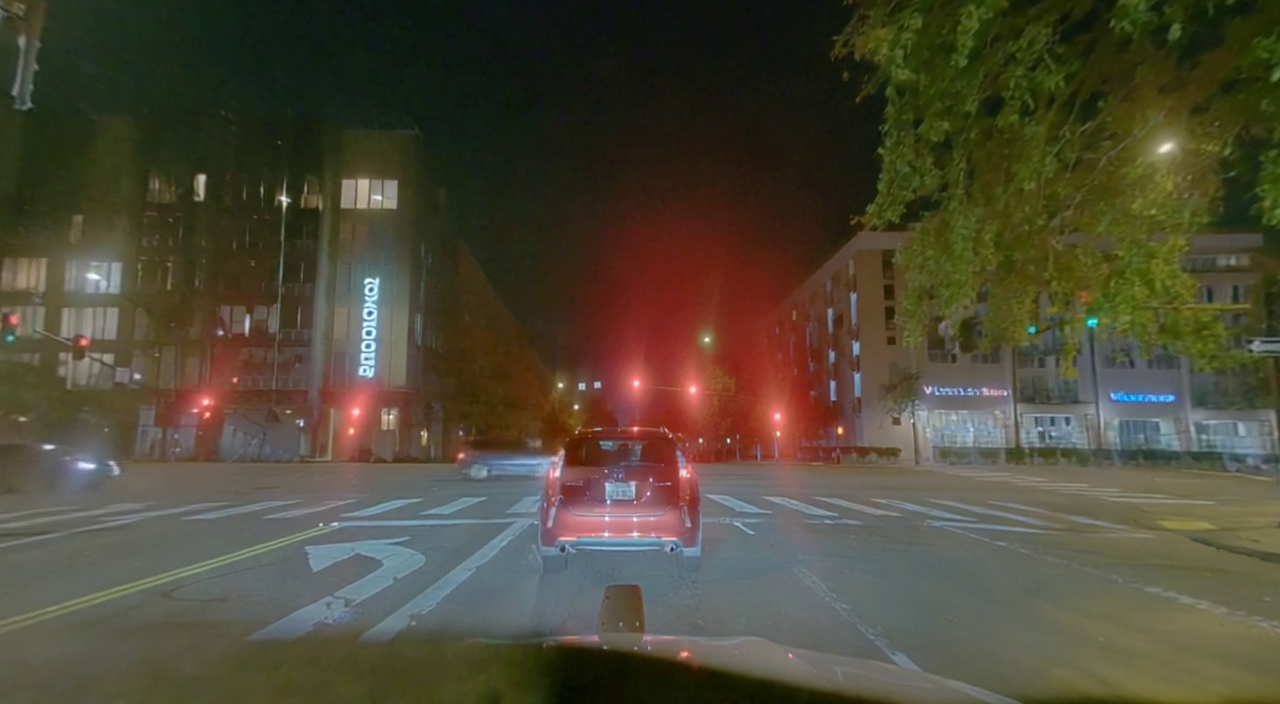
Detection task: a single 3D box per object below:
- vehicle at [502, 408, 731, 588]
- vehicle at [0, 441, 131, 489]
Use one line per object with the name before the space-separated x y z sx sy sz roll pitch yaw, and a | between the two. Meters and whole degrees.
vehicle | -0.243 1.611 7.760 2.066 1.618 3.922 0 -8 -1
vehicle | -21.615 4.025 22.661 4.891 1.591 2.067 0 -8 0
